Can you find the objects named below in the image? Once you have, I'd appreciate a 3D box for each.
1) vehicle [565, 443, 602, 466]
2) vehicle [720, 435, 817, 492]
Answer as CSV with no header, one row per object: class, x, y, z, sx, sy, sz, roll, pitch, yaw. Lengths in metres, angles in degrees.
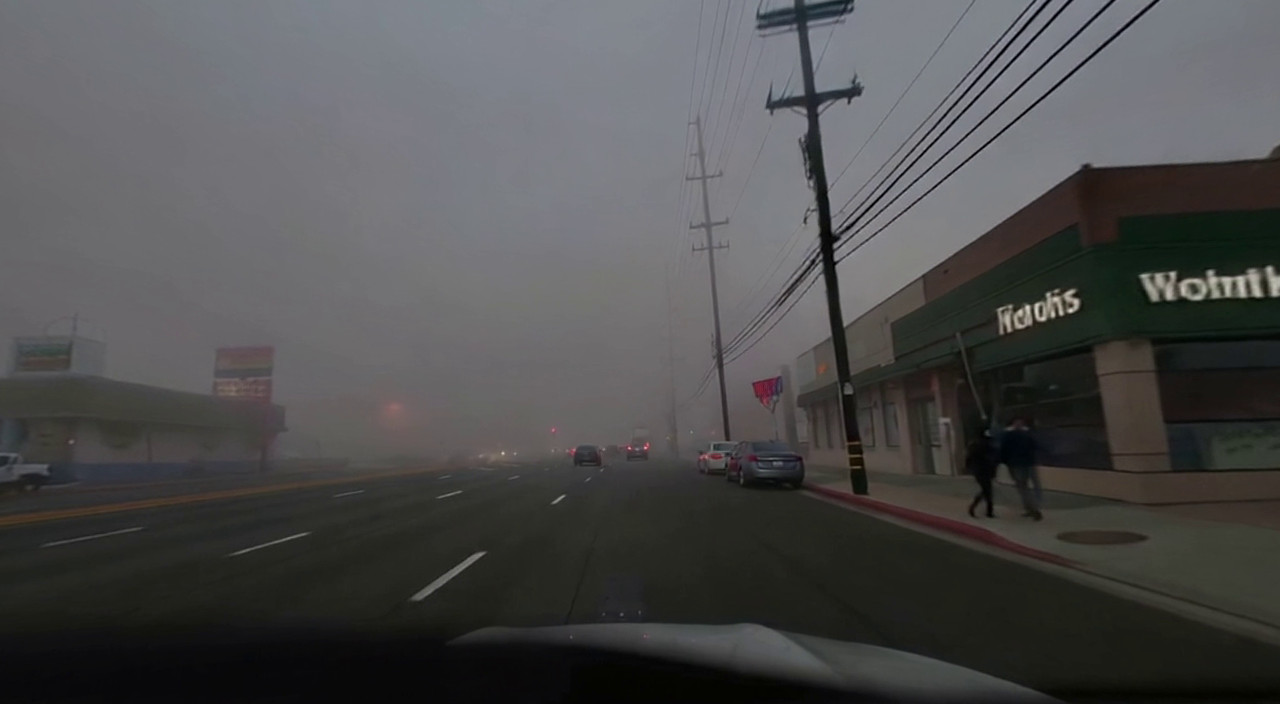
vehicle,-3.983,7.322,45.281,2.179,1.490,4.742,0,-9,0
vehicle,3.749,3.371,19.384,1.922,1.507,4.824,0,-9,-1
